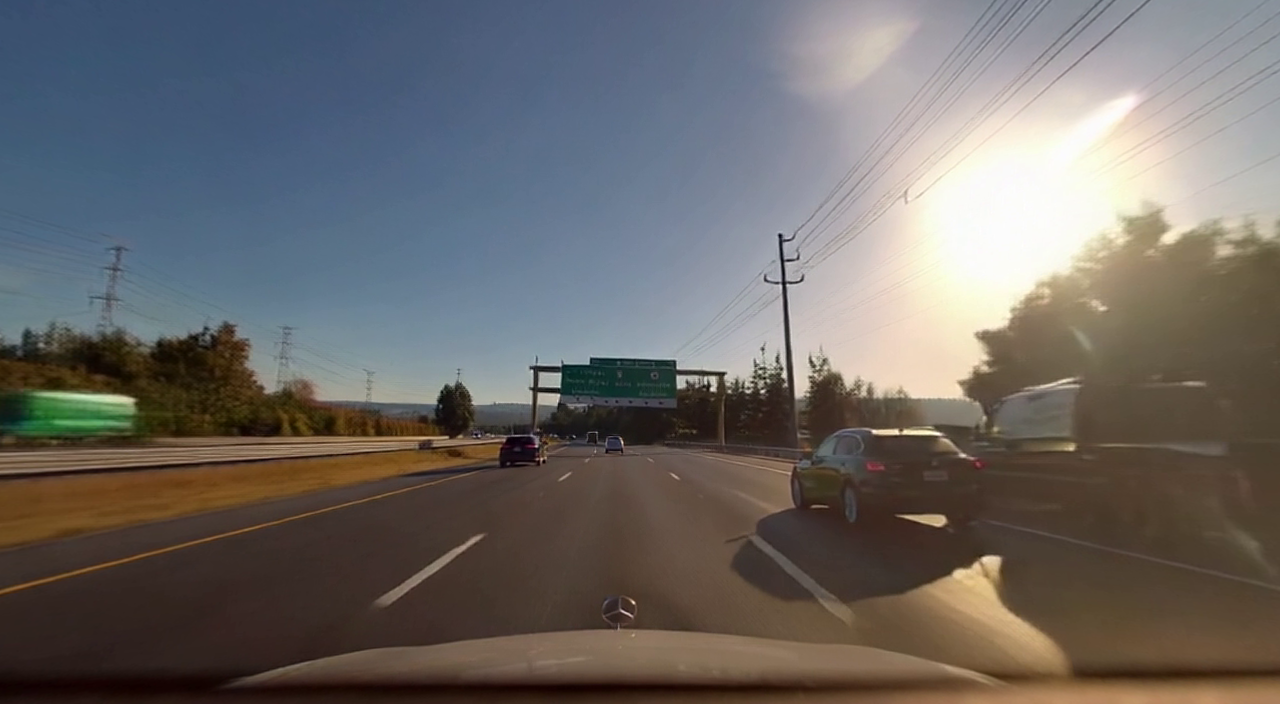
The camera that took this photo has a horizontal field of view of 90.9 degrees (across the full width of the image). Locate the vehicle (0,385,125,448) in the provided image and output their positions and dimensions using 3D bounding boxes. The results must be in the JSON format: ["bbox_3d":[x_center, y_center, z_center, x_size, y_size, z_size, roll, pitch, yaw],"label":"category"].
[{"bbox_3d":[-27.675,3.076,28.966,2.473,2.571,6.567,0,-8,-2],"label":"vehicle"}]

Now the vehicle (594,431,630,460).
[{"bbox_3d":[-1.748,5.886,39.893,2.159,1.690,3.720,0,-8,-2],"label":"vehicle"}]

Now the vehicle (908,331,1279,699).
[{"bbox_3d":[3.923,1.051,5.012,1.976,1.905,3.263,0,-8,-3],"label":"vehicle"}]

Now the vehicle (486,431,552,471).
[{"bbox_3d":[-5.066,4.196,26.999,2.100,1.590,4.077,0,-8,-1],"label":"vehicle"}]
